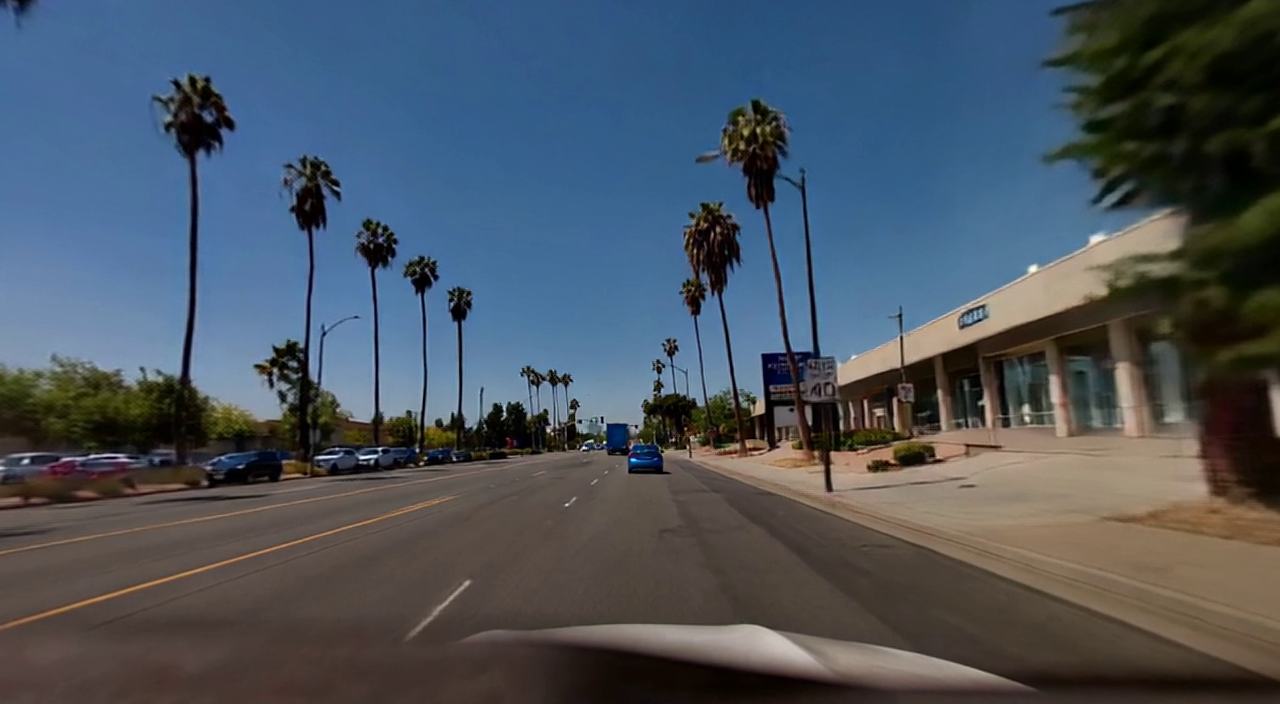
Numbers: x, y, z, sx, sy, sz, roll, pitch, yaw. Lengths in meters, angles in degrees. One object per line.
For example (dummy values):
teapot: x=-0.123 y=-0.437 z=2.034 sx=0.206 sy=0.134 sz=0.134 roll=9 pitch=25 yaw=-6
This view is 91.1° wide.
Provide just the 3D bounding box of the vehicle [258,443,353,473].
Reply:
vehicle: x=-22.151 y=7.053 z=41.747 sx=4.961 sy=1.894 sz=2.256 roll=0 pitch=-9 yaw=-1

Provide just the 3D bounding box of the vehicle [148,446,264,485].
vehicle: x=-22.893 y=5.968 z=33.234 sx=4.672 sy=1.665 sz=1.957 roll=-3 pitch=-7 yaw=-2

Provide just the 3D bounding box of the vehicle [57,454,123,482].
vehicle: x=-34.963 y=7.324 z=39.841 sx=4.157 sy=1.639 sz=1.955 roll=-6 pitch=-10 yaw=33

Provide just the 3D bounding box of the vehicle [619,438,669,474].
vehicle: x=0.140 y=4.741 z=28.678 sx=2.144 sy=1.514 sz=4.063 roll=0 pitch=-9 yaw=-1

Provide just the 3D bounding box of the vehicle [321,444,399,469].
vehicle: x=-21.413 y=8.001 z=48.203 sx=4.979 sy=1.893 sz=2.084 roll=0 pitch=-9 yaw=-2

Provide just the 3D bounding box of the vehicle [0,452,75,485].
vehicle: x=-35.167 y=6.705 z=36.437 sx=4.646 sy=1.779 sz=2.085 roll=-5 pitch=-10 yaw=31
